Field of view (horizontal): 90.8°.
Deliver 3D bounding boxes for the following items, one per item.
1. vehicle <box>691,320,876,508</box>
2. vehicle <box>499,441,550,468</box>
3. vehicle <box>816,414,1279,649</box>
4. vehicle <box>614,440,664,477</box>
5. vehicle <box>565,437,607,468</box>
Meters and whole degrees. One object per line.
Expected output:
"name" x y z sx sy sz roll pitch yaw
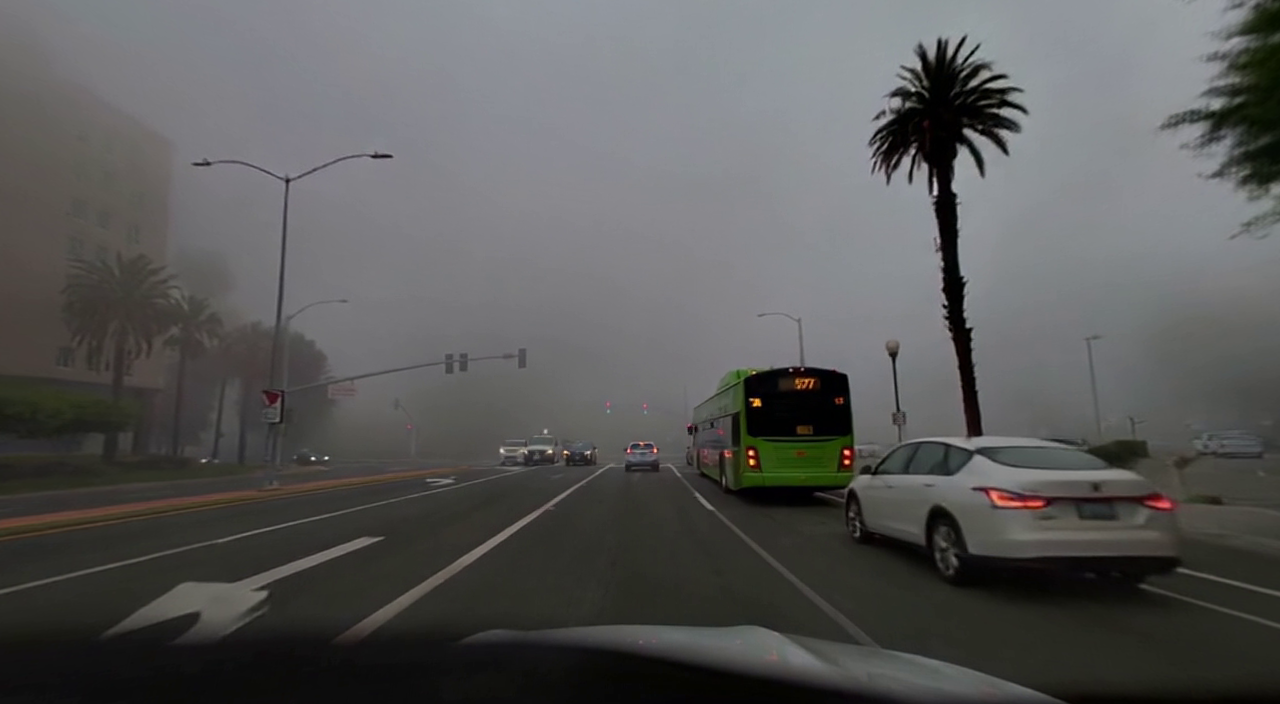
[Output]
"vehicle" 3.581 2.312 20.320 2.970 4.015 13.606 0 -9 1
"vehicle" -6.754 6.062 37.525 1.927 1.480 4.832 0 -9 2
"vehicle" 3.610 1.561 6.743 1.965 1.519 5.078 0 -9 -1
"vehicle" -0.002 4.635 27.750 2.060 1.499 3.831 0 -9 1
"vehicle" -3.141 5.976 37.671 2.020 1.721 4.366 0 -9 2
